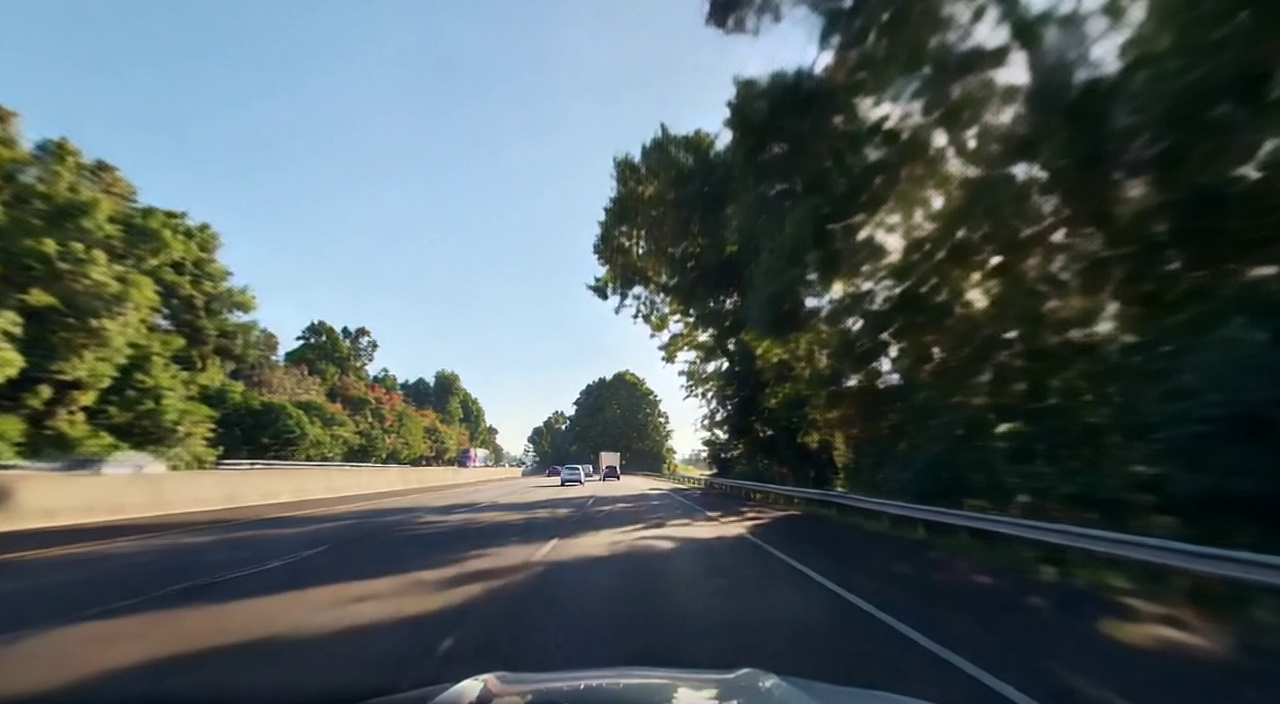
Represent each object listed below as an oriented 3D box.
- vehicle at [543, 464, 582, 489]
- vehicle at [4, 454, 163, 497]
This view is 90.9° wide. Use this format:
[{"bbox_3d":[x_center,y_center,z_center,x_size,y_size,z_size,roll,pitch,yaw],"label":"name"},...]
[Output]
[{"bbox_3d":[-5.026,8.164,41.414,2.115,1.546,4.638,1,-10,-2],"label":"vehicle"},{"bbox_3d":[-21.315,4.759,24.456,2.033,1.481,4.575,1,-10,-1],"label":"vehicle"}]
